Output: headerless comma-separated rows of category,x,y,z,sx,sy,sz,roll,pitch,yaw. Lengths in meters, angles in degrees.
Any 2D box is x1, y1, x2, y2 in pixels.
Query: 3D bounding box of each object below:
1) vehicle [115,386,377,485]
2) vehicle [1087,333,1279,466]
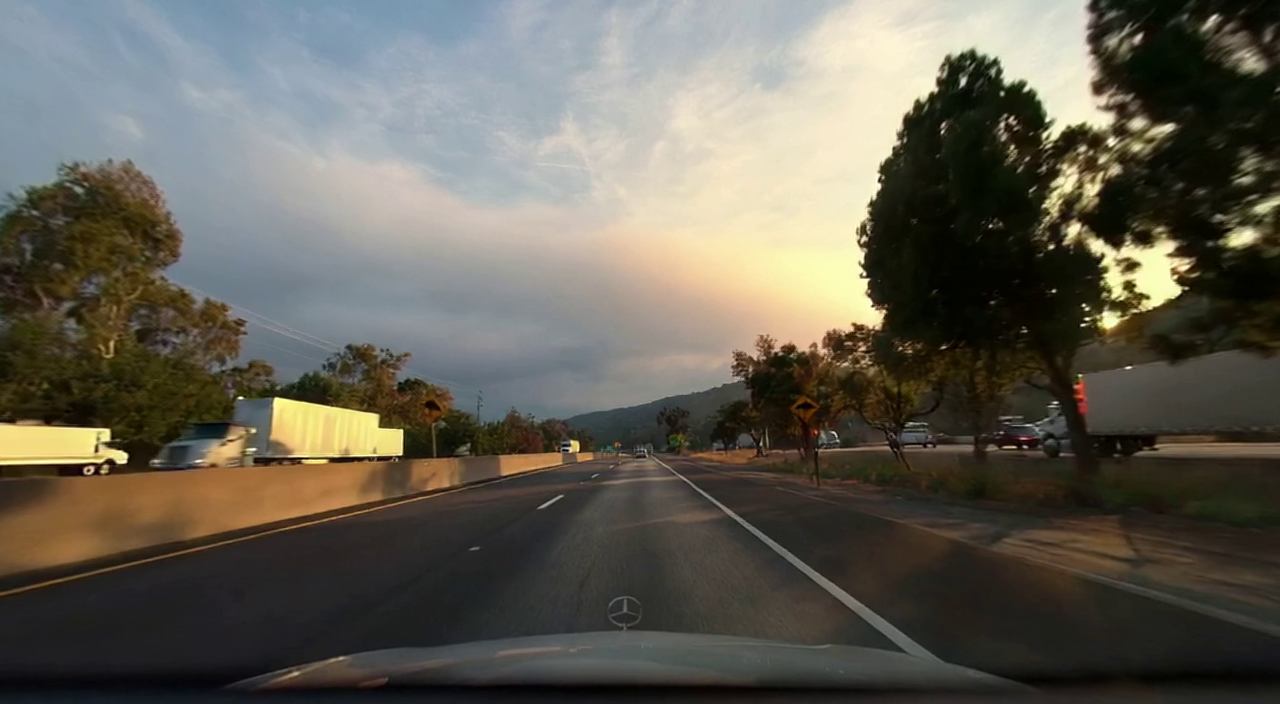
vehicle,-18.084,4.340,31.586,2.913,3.702,15.781,0,-9,0
vehicle,21.015,1.653,20.610,2.847,4.027,13.284,0,-9,-1
